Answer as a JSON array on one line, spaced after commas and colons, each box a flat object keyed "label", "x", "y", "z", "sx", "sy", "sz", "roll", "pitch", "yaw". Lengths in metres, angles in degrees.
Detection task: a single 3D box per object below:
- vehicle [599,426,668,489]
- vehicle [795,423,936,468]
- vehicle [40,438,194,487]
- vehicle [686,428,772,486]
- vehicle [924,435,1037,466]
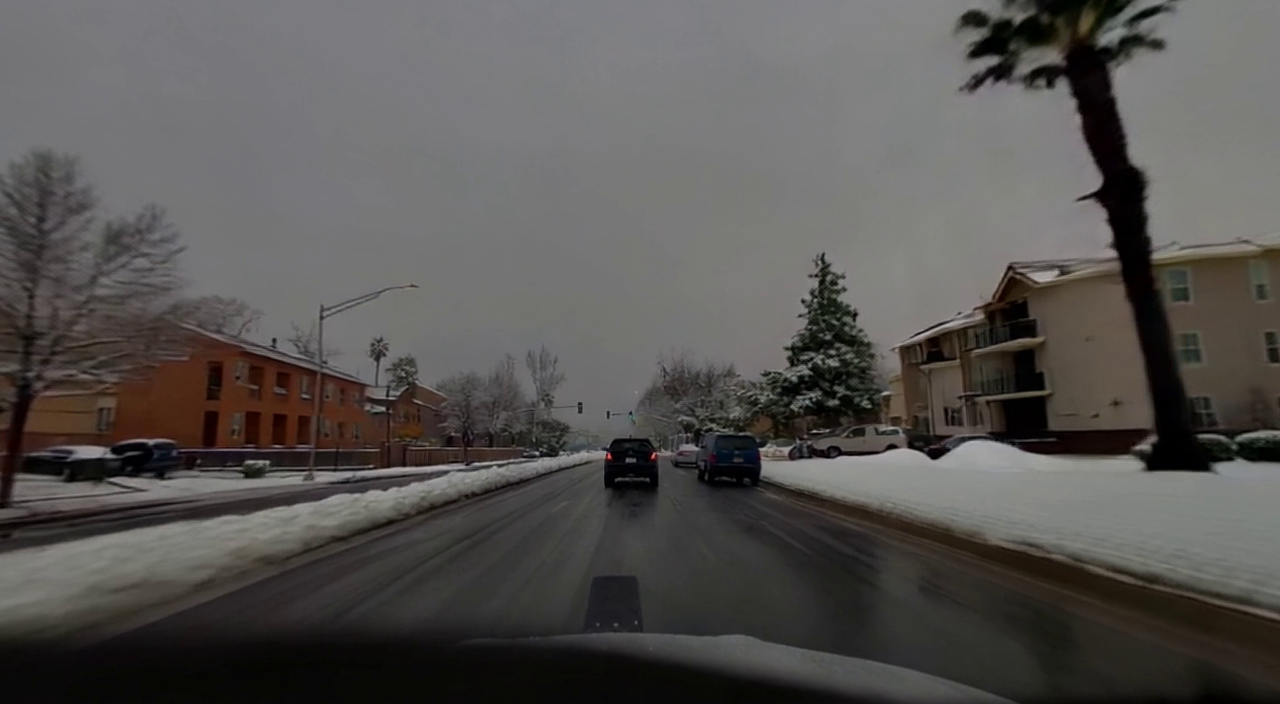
[{"label": "vehicle", "x": -0.261, "y": 3.427, "z": 20.720, "sx": 1.994, "sy": 1.810, "sz": 5.057, "roll": 0, "pitch": -9, "yaw": -2}, {"label": "vehicle", "x": 10.549, "y": 4.433, "z": 29.875, "sx": 5.709, "sy": 2.017, "sz": 2.435, "roll": 0, "pitch": -9, "yaw": -2}, {"label": "vehicle", "x": -21.684, "y": 4.572, "z": 26.453, "sx": 2.196, "sy": 1.820, "sz": 4.955, "roll": 0, "pitch": -9, "yaw": 0}, {"label": "vehicle", "x": 3.164, "y": 3.880, "z": 23.531, "sx": 2.416, "sy": 1.922, "sz": 5.023, "roll": 0, "pitch": -9, "yaw": -1}, {"label": "vehicle", "x": 16.176, "y": 4.717, "z": 30.062, "sx": 4.317, "sy": 1.420, "sz": 1.828, "roll": 0, "pitch": -9, "yaw": 1}]
